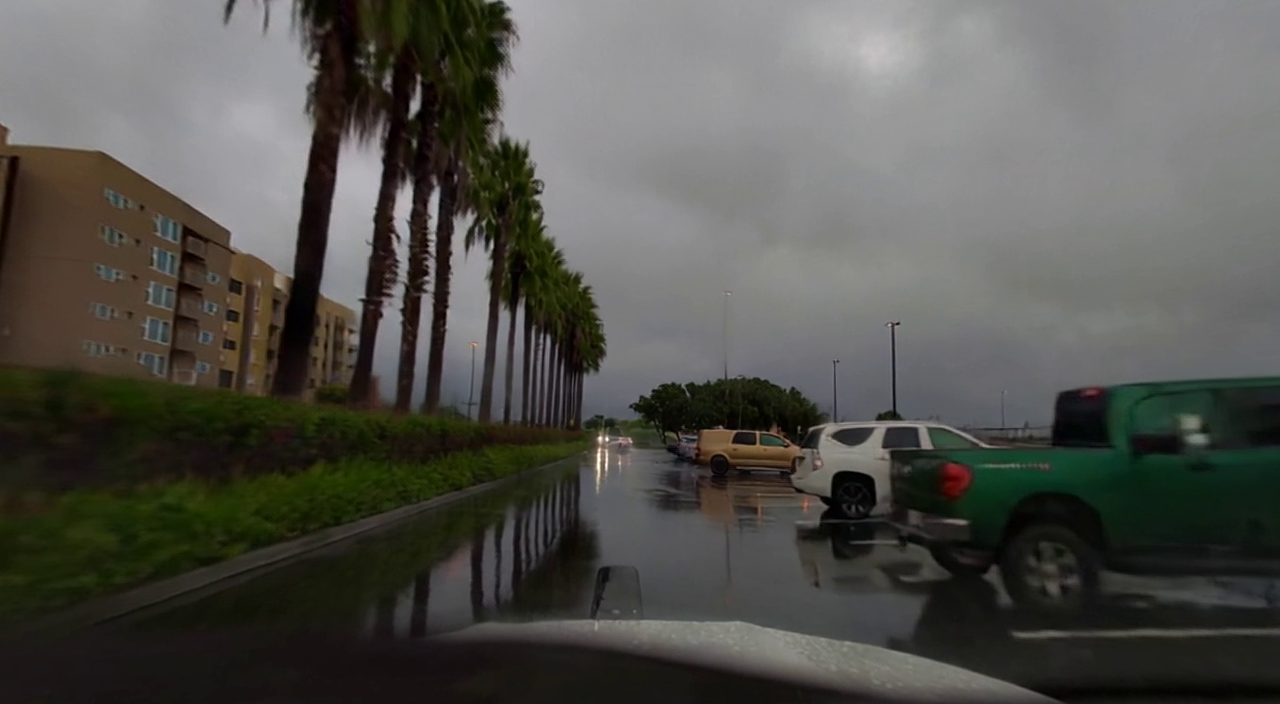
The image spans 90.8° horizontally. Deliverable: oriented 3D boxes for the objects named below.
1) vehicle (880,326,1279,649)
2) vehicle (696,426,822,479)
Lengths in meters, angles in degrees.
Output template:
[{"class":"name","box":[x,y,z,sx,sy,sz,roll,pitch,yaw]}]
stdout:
[{"class":"vehicle","box":[5.228,1.095,5.235,5.639,2.033,2.172,3,-7,3]},{"class":"vehicle","box":[4.683,4.005,25.249,4.609,1.734,1.909,3,-8,0]}]
